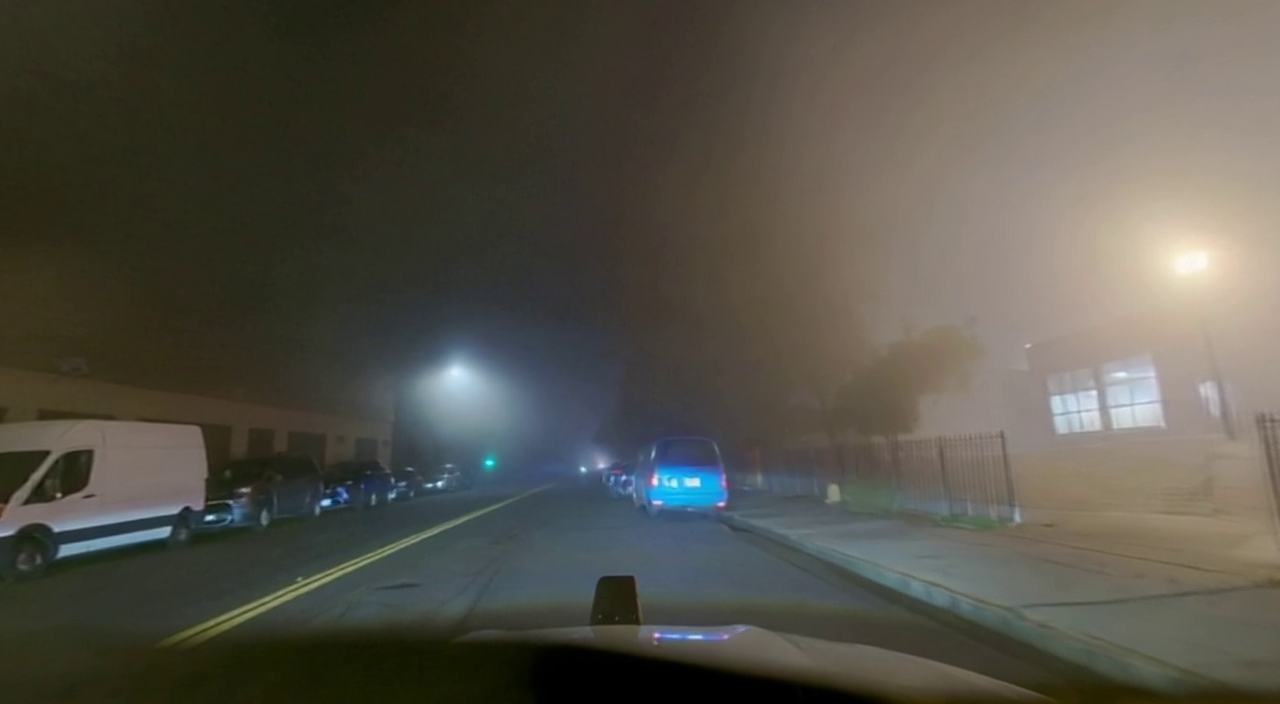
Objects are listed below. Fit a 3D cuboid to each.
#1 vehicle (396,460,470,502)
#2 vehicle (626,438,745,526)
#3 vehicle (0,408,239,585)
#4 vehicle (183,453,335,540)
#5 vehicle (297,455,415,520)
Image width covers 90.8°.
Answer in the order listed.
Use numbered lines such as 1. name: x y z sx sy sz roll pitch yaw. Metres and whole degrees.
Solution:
1. vehicle: -11.208 6.975 34.715 2.504 1.919 5.658 0 -8 -4
2. vehicle: 1.020 3.517 17.970 2.327 2.021 5.850 0 -9 -6
3. vehicle: -9.485 2.389 10.852 2.435 2.308 4.937 -3 -9 -7
4. vehicle: -9.951 3.720 16.928 1.857 1.908 4.081 0 -8 -6
5. vehicle: -10.342 4.926 23.638 2.304 1.937 5.720 -1 -8 -6
